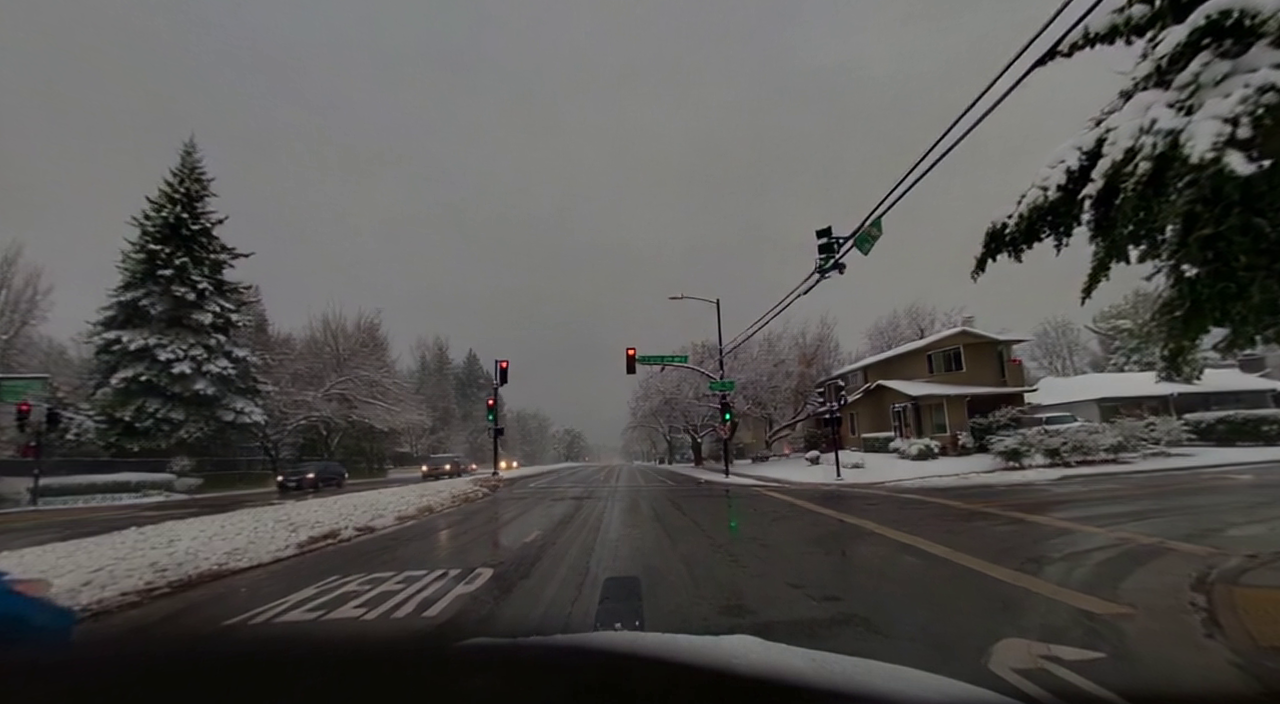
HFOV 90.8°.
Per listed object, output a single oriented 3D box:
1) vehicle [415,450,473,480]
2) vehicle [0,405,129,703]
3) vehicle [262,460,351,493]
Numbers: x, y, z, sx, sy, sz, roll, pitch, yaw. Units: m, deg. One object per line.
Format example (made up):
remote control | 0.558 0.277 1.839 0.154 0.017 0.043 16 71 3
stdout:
vehicle | -13.557 7.814 44.174 2.301 1.921 5.793 0 -9 -1
vehicle | -3.669 0.733 0.969 1.980 1.508 4.502 0 -9 0
vehicle | -17.283 6.467 33.047 2.108 1.480 4.707 0 -9 -1
